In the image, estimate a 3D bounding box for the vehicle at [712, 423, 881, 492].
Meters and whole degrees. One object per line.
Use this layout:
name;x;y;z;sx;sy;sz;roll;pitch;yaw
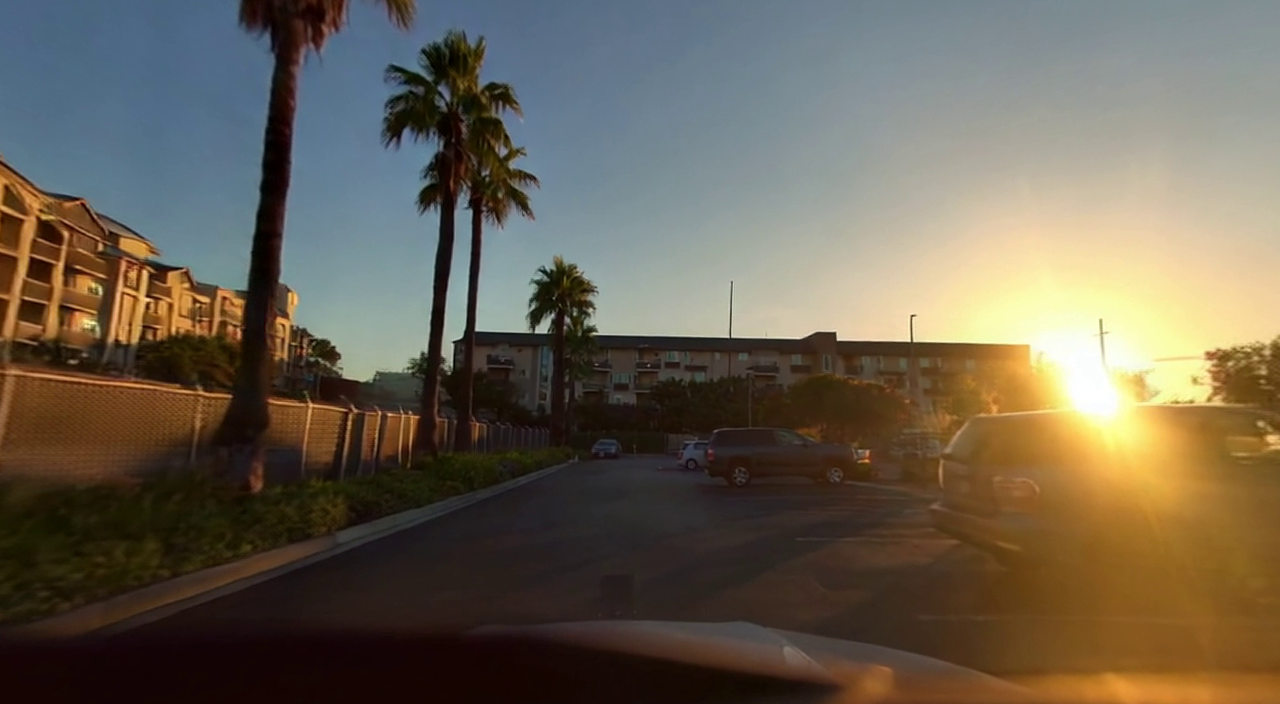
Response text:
vehicle;4.642;3.177;19.160;4.609;1.734;1.909;3;-8;0

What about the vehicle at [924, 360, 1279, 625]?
vehicle;5.341;1.219;5.642;4.691;1.877;1.959;2;-9;4
